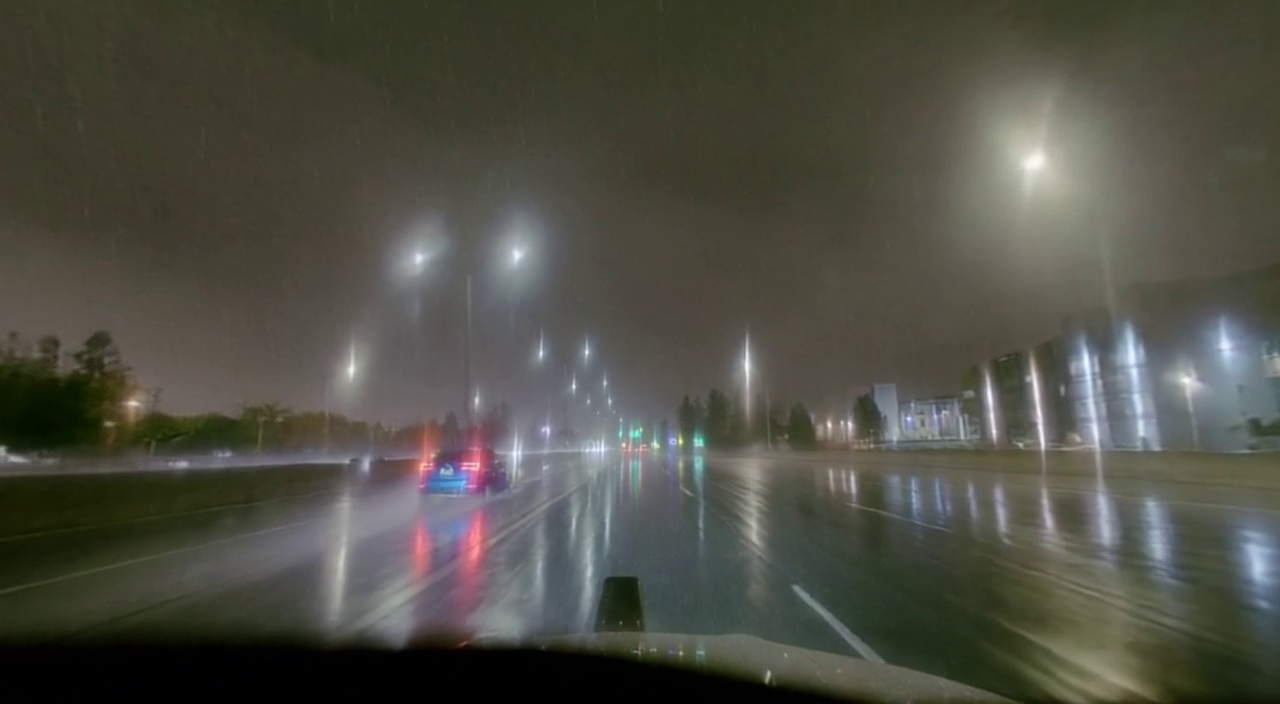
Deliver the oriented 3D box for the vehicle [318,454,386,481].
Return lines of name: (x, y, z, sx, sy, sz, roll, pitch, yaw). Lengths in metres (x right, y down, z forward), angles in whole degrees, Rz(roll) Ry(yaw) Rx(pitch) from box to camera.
vehicle: (-17.536, 7.035, 38.761, 1.892, 1.478, 4.684, 0, -9, 1)

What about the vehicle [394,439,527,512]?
vehicle: (-4.129, 2.892, 15.353, 1.900, 1.492, 4.495, 0, -9, 0)
